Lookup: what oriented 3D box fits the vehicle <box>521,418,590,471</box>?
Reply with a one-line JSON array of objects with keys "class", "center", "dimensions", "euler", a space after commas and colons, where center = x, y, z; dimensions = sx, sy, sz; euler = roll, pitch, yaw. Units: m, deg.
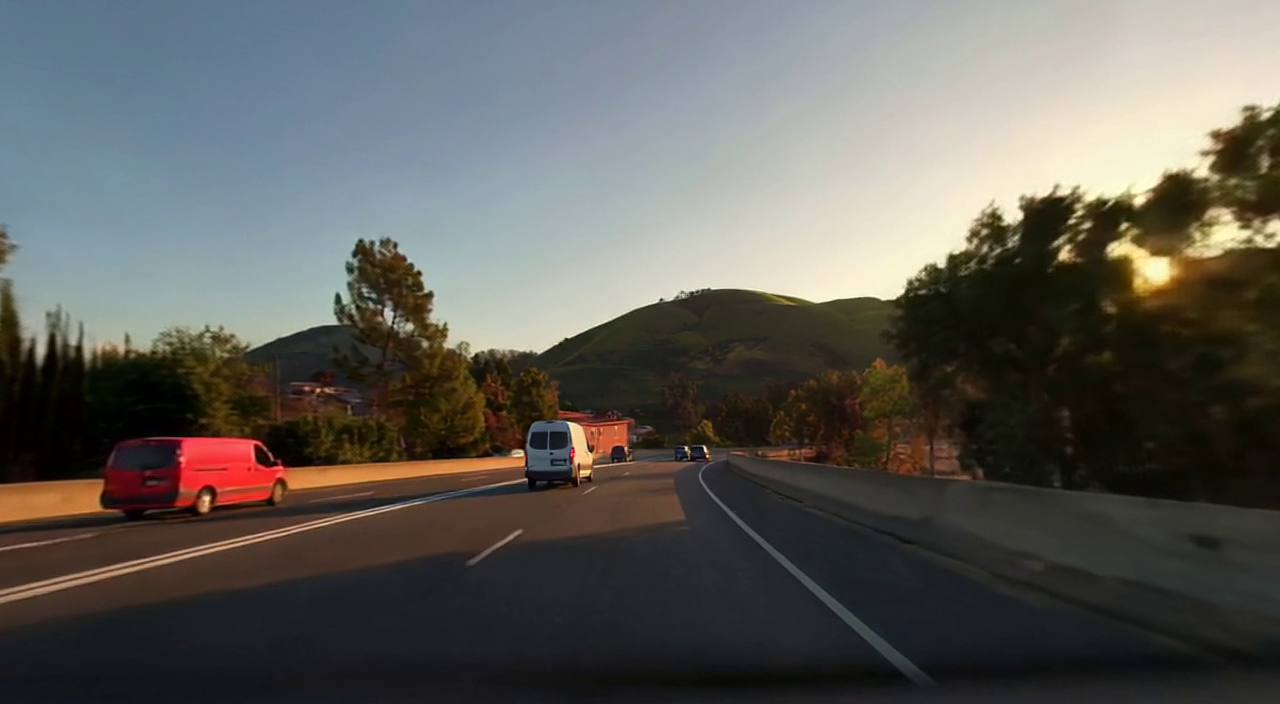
[{"class": "vehicle", "center": [-4.582, 5.227, 35.579], "dimensions": [2.314, 2.703, 6.441], "euler": [-1, -9, 6]}]

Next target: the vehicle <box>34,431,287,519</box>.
[{"class": "vehicle", "center": [-9.661, 2.486, 13.315], "dimensions": [1.821, 1.524, 4.342], "euler": [0, -8, 2]}]
